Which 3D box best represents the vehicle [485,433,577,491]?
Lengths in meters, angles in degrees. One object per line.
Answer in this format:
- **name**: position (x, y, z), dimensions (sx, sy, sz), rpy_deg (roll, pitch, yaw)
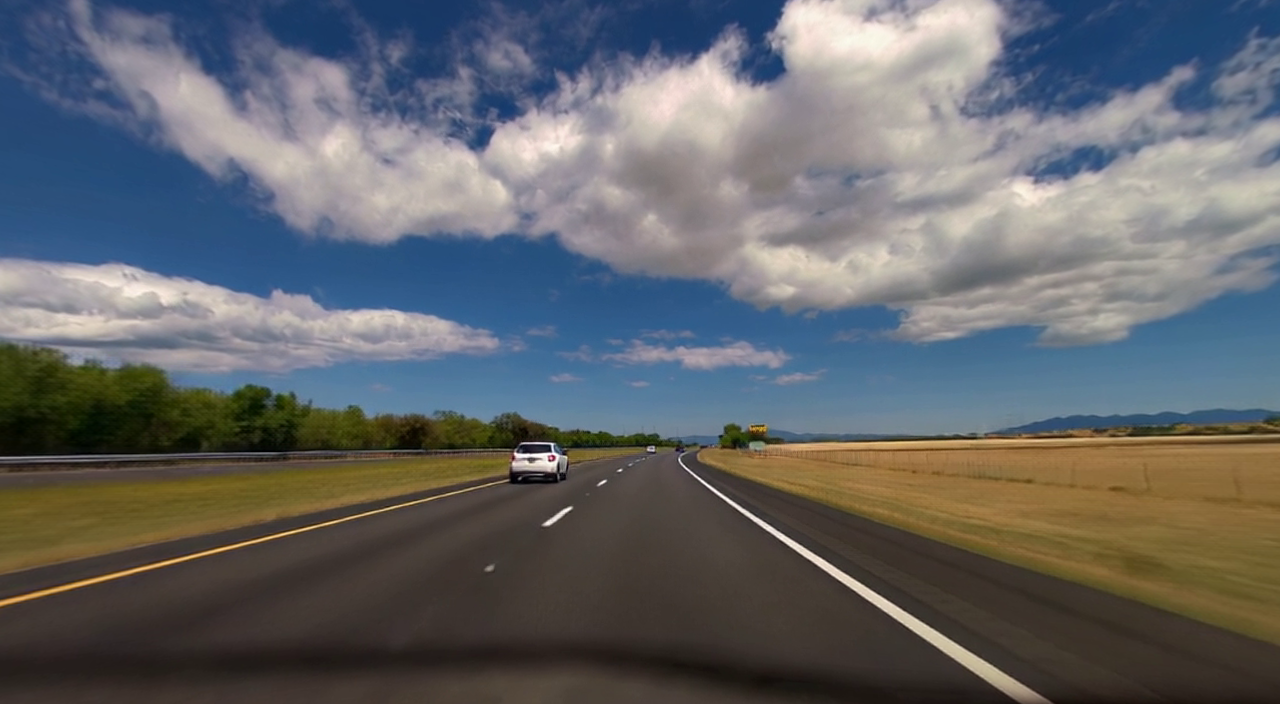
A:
- **vehicle**: position (-3.601, 3.776, 21.887), dimensions (2.193, 1.771, 4.757), rpy_deg (-1, -9, 2)
